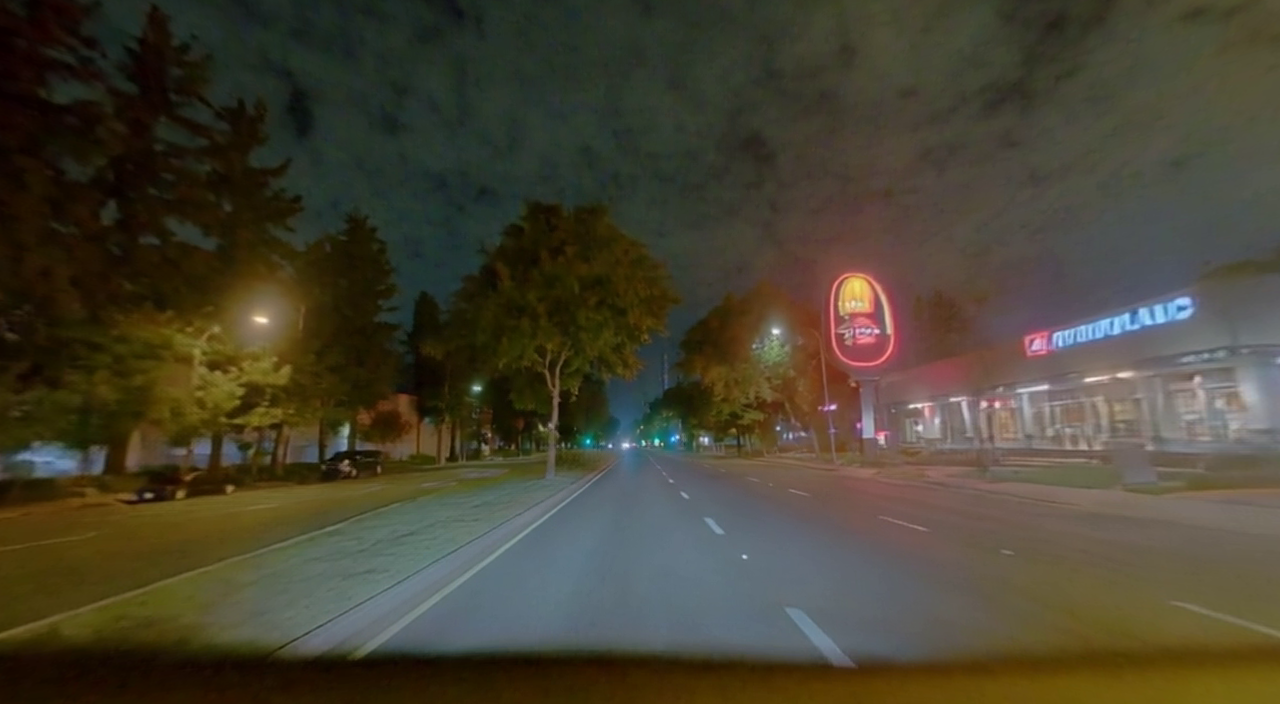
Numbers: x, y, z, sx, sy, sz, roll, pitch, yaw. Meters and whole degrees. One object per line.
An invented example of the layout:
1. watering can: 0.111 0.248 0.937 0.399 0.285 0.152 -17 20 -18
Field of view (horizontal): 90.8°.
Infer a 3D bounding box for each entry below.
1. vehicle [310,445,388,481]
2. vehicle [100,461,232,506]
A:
1. vehicle: -19.523 7.448 42.824 2.648 2.106 6.148 -2 -8 -3
2. vehicle: -19.265 5.334 26.002 2.012 1.471 4.613 -2 -8 -2
